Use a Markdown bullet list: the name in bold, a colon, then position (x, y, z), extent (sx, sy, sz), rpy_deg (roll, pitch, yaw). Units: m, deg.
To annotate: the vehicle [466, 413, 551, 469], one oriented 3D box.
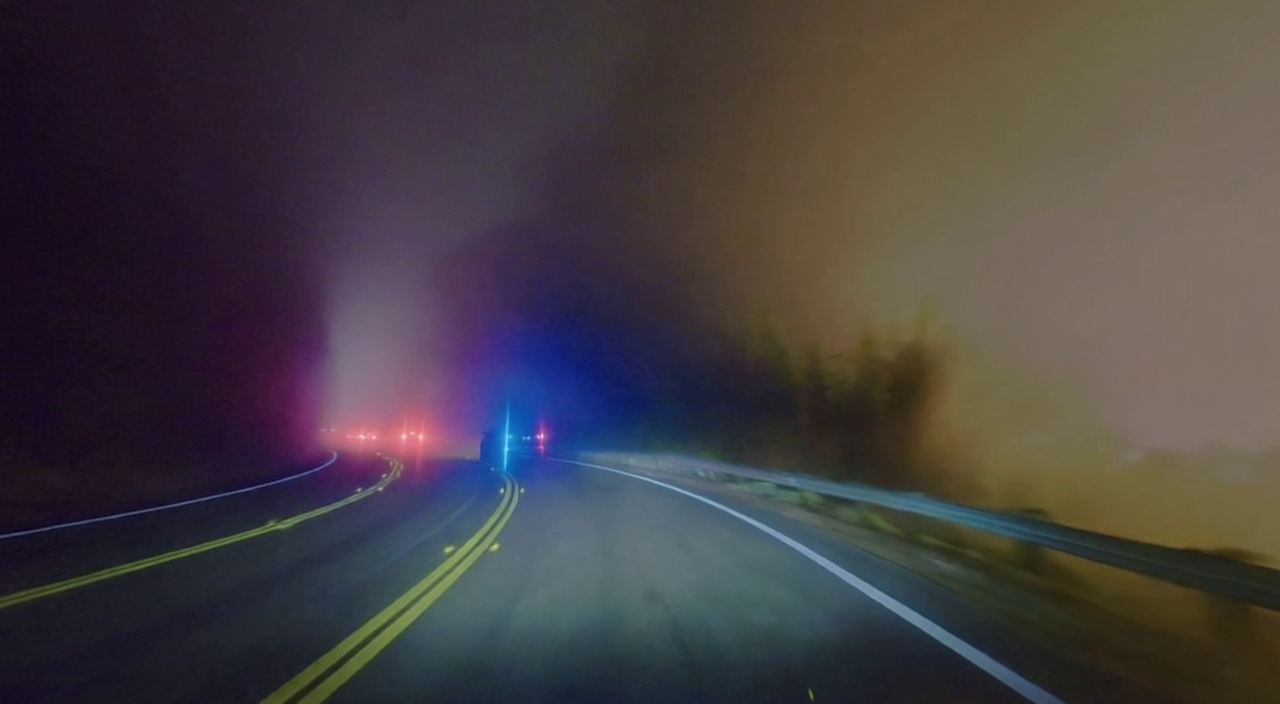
- **vehicle**: position (-5.479, 3.635, 25.639), extent (2.500, 1.961, 5.637), rpy_deg (4, -9, -20)
